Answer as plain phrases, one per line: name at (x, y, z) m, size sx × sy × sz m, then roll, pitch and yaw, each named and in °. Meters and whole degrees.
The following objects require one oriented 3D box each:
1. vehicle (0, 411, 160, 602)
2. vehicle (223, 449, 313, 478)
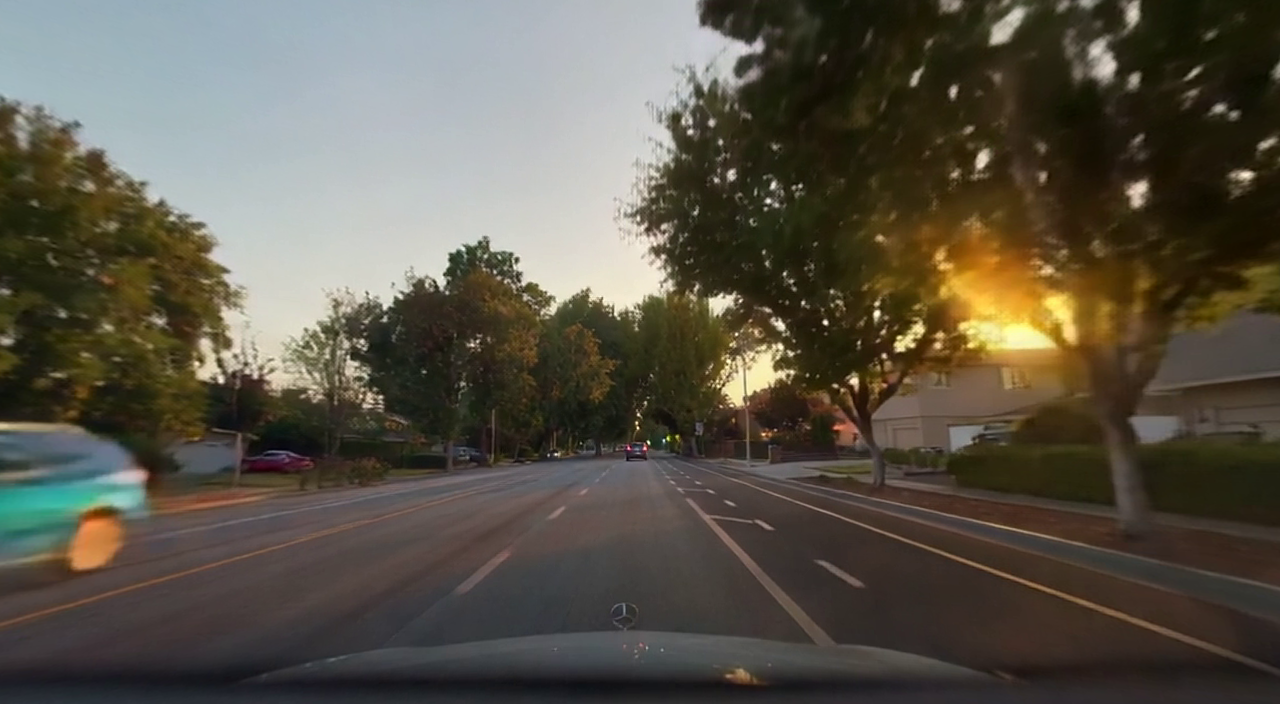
vehicle at (-7.128, 1.424, 5.687) m, size 2.165 × 1.785 × 4.222 m, roll 0°, pitch -8°, yaw 0°
vehicle at (-24.450, 7.318, 41.430) m, size 4.605 × 1.682 × 2.105 m, roll -2°, pitch -8°, yaw 2°
